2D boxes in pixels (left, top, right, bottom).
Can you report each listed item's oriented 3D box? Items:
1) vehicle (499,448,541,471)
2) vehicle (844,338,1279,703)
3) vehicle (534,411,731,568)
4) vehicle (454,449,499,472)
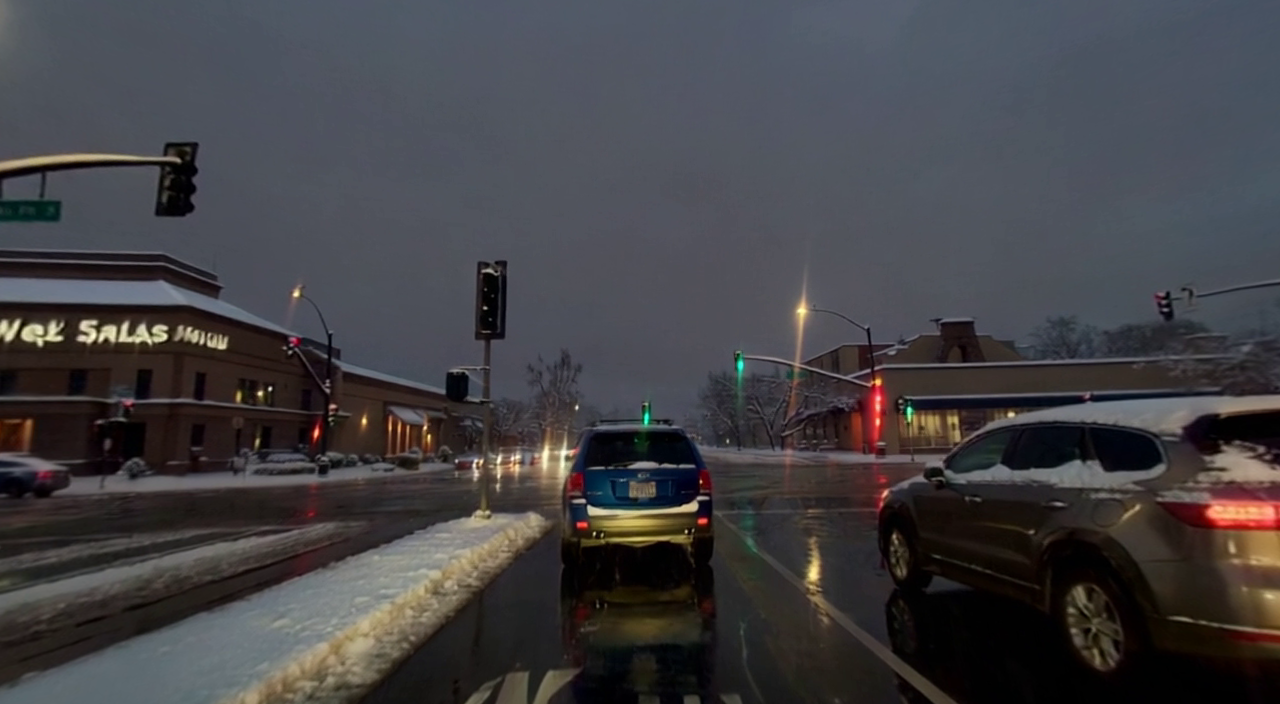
[{"bbox_3d":[-8.571,7.704,45.395,2.163,1.529,4.210,-1,-9,1],"label":"vehicle"},{"bbox_3d":[3.210,1.102,4.438,2.040,1.674,4.455,0,-9,0],"label":"vehicle"},{"bbox_3d":[-0.135,1.894,9.467,2.238,1.762,4.445,0,-9,-1],"label":"vehicle"},{"bbox_3d":[-11.828,7.864,46.078,2.005,1.596,4.342,-1,-9,1],"label":"vehicle"}]
